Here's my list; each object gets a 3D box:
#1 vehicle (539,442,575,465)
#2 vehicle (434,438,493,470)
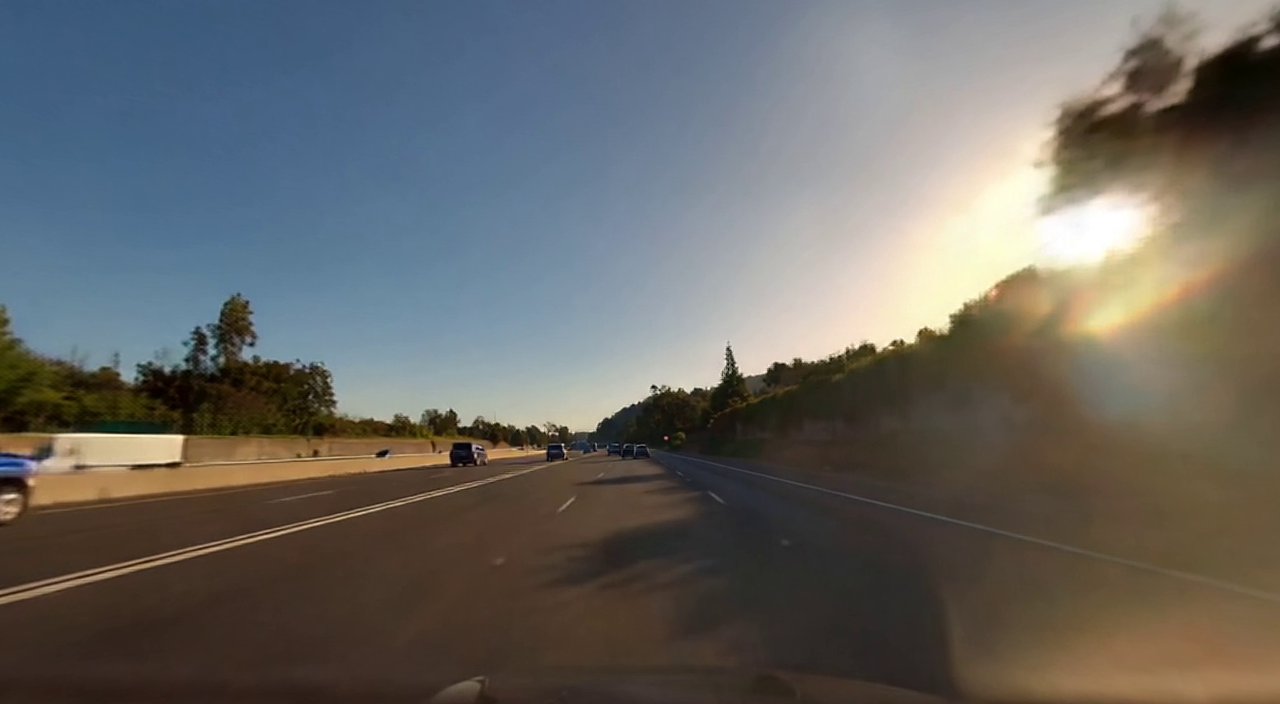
[{"bbox_3d":[-6.232,7.683,47.950,2.080,1.694,4.279,0,-9,2],"label":"vehicle"},{"bbox_3d":[-10.621,6.152,38.388,2.195,1.795,4.659,0,-9,1],"label":"vehicle"}]
